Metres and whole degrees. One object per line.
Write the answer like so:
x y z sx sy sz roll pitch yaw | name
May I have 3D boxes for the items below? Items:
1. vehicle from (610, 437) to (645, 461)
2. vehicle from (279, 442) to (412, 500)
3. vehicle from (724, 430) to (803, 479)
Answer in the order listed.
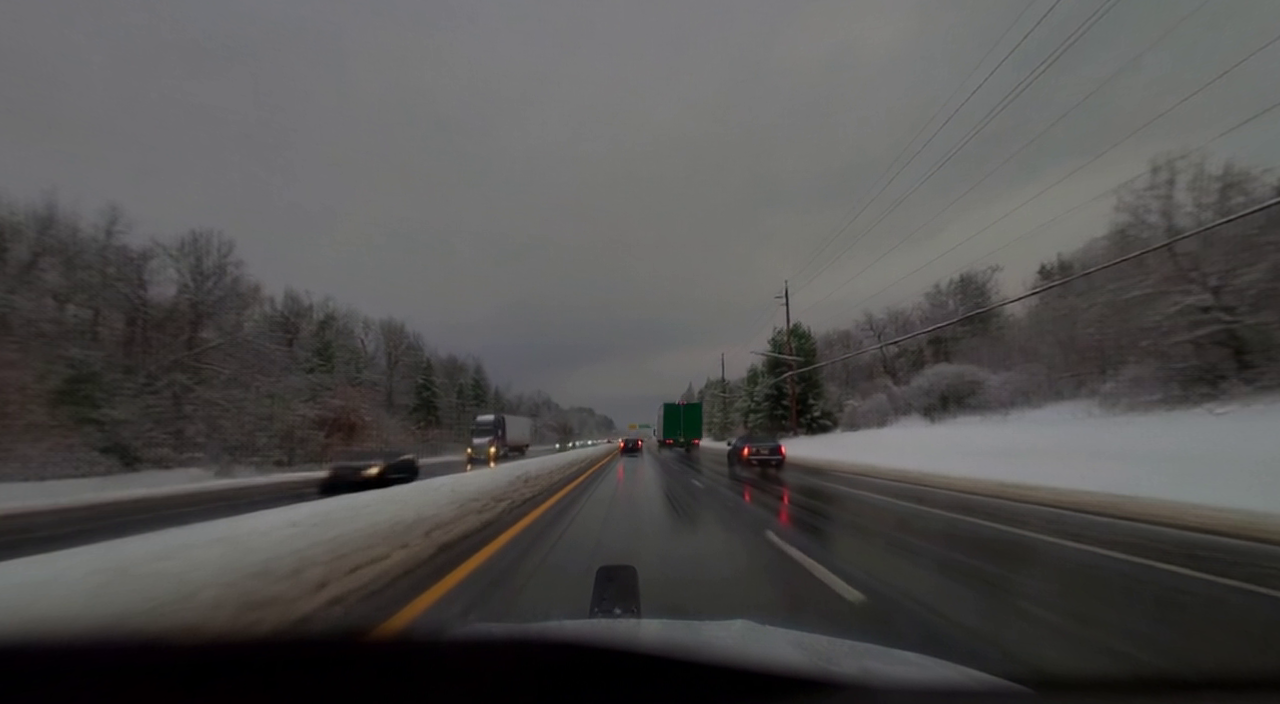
-0.828 6.269 41.045 2.163 1.466 3.693 0 -8 -1 | vehicle
-8.796 3.553 19.364 1.915 1.484 4.561 0 -8 0 | vehicle
4.355 3.658 22.876 1.930 1.573 3.853 0 -8 -2 | vehicle
